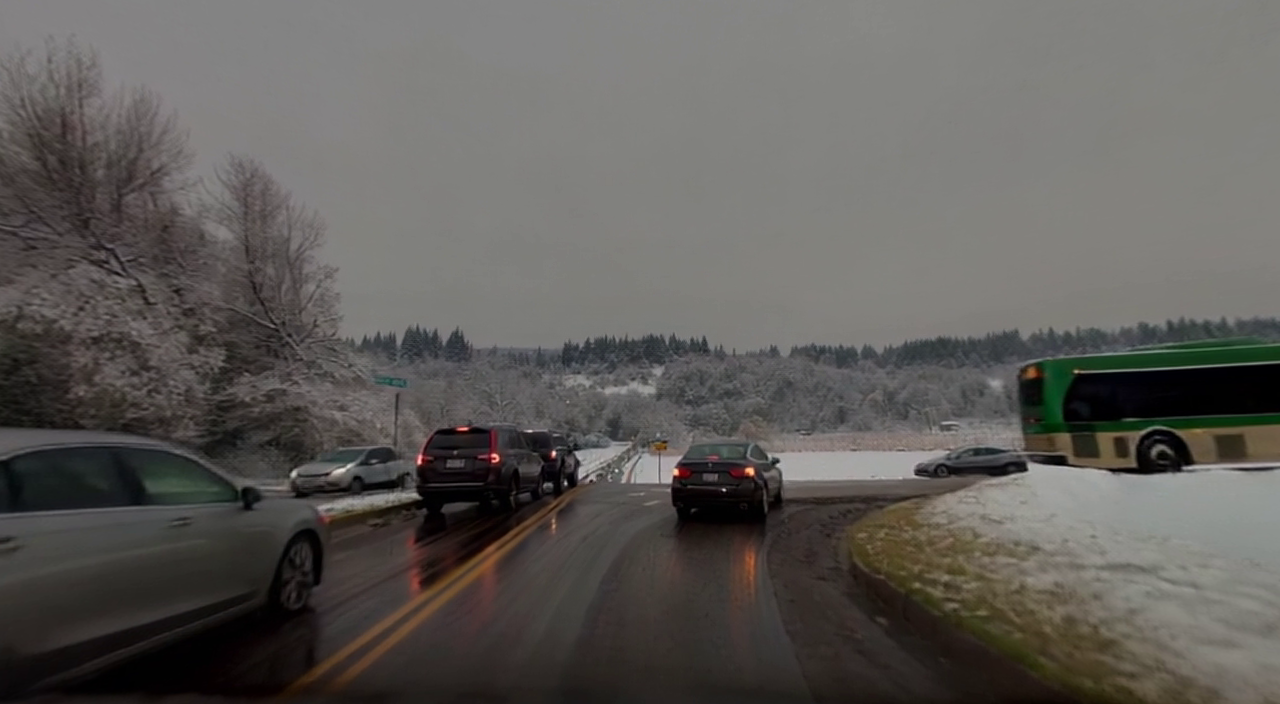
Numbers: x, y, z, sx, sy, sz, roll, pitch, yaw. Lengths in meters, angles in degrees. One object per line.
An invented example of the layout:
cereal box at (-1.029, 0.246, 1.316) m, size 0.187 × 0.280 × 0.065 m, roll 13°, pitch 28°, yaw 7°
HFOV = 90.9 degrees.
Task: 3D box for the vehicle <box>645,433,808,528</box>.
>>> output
vehicle at (1.830, 2.359, 12.185) m, size 2.020 × 1.478 × 3.922 m, roll -4°, pitch -9°, yaw 25°

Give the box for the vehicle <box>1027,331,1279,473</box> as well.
vehicle at (15.930, 1.316, 15.843) m, size 9.977 × 3.303 × 2.948 m, roll -4°, pitch -9°, yaw 21°

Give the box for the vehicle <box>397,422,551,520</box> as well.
vehicle at (-3.357, 2.509, 13.850) m, size 2.017 × 1.761 × 4.572 m, roll 0°, pitch -8°, yaw 2°

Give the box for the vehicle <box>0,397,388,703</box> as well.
vehicle at (-3.343, 1.033, 3.160) m, size 1.953 × 1.480 × 4.522 m, roll -1°, pitch -8°, yaw 5°

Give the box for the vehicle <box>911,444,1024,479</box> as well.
vehicle at (15.157, 5.093, 29.285) m, size 4.422 × 1.457 × 1.882 m, roll -6°, pitch -10°, yaw 28°
